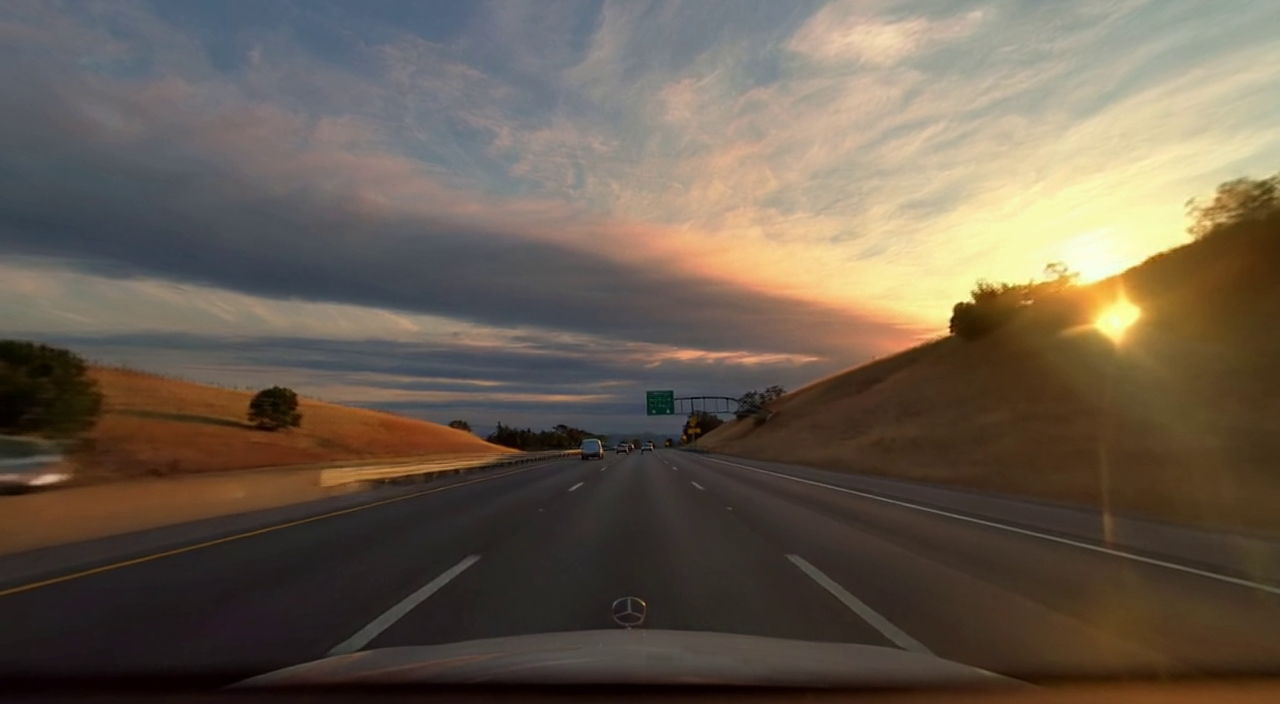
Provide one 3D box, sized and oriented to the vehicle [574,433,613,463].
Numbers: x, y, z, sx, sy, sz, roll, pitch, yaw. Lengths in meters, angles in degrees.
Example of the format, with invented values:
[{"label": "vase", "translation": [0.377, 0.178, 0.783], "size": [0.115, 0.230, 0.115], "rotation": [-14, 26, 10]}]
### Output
[{"label": "vehicle", "translation": [-3.241, 6.825, 44.716], "size": [2.286, 2.011, 4.452], "rotation": [0, -8, 2]}]
